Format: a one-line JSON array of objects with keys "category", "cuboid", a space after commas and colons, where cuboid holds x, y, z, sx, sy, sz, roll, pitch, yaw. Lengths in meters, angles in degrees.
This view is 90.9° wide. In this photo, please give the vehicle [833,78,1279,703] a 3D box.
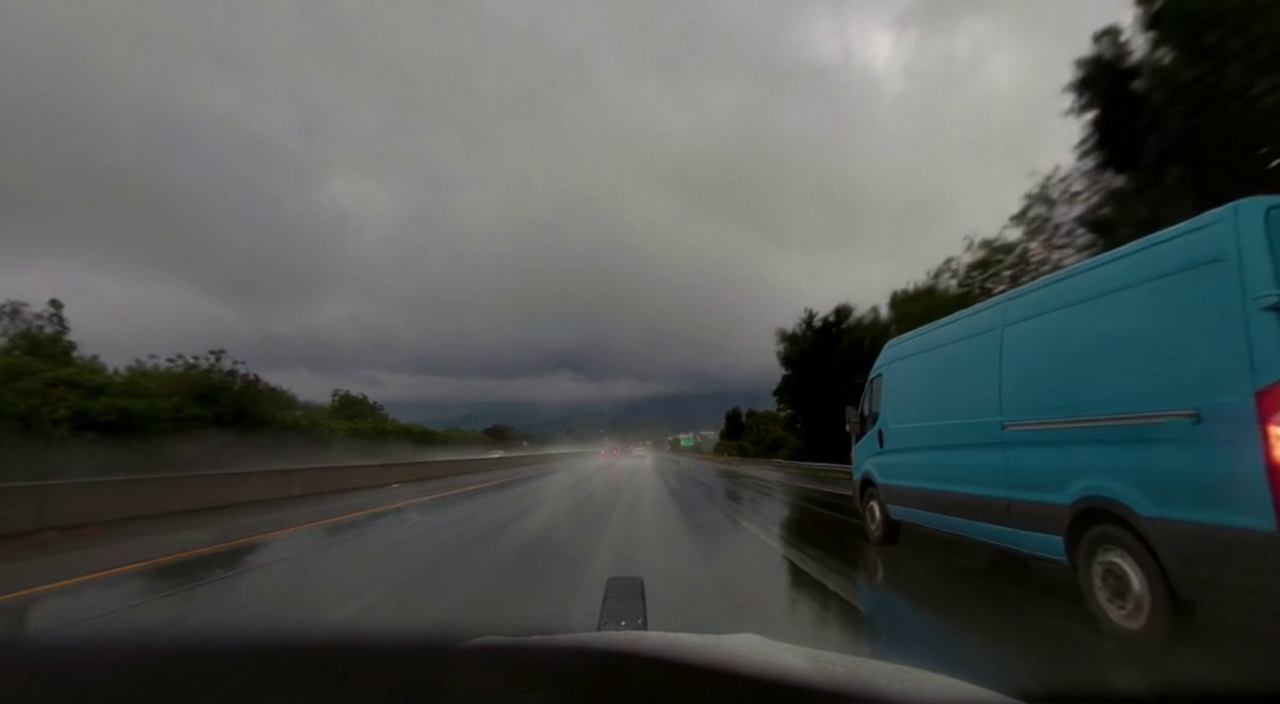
[{"category": "vehicle", "cuboid": [4.070, 0.674, 5.596, 2.527, 2.809, 6.831, 0, -9, 0]}]
